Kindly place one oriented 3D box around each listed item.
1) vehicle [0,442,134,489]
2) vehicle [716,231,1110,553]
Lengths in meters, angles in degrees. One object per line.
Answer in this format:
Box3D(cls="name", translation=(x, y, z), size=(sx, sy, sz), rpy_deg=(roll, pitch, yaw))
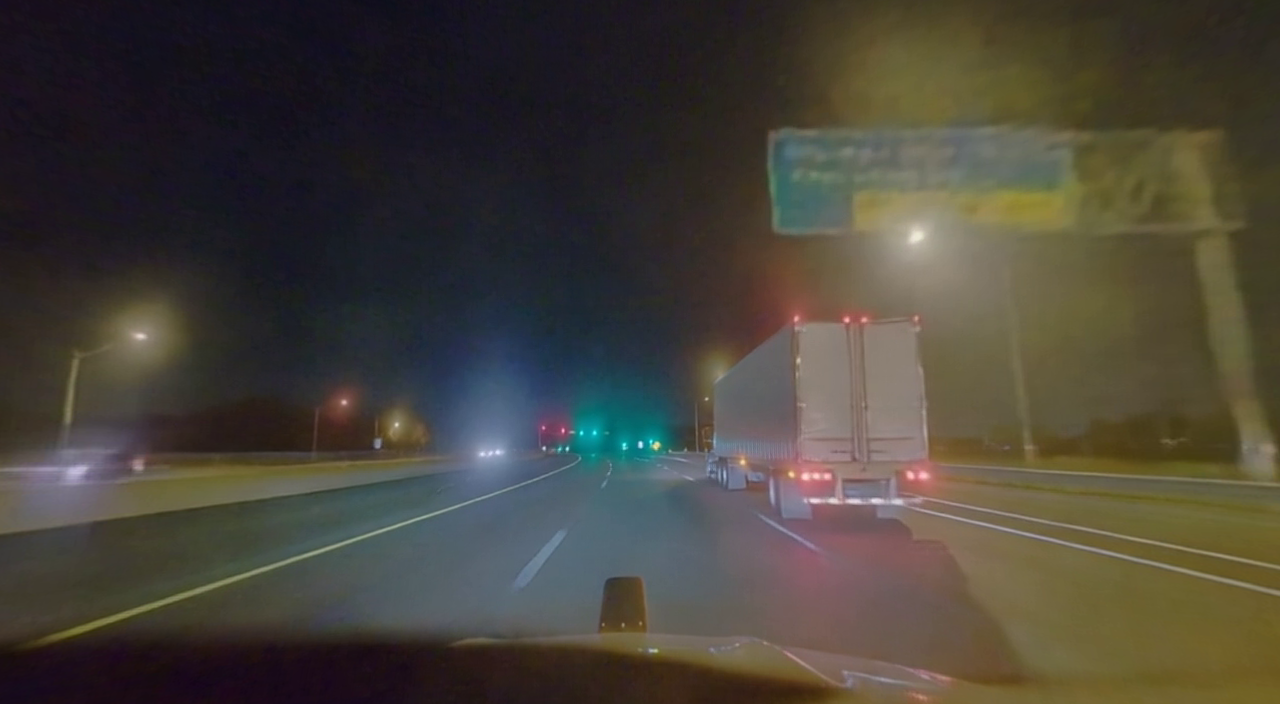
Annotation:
Box3D(cls="vehicle", translation=(-27.549, 5.270, 29.787), size=(2.366, 1.965, 6.088), rpy_deg=(0, -8, -2))
Box3D(cls="vehicle", translation=(4.565, 1.756, 17.276), size=(2.932, 4.205, 18.253), rpy_deg=(0, -8, 1))
